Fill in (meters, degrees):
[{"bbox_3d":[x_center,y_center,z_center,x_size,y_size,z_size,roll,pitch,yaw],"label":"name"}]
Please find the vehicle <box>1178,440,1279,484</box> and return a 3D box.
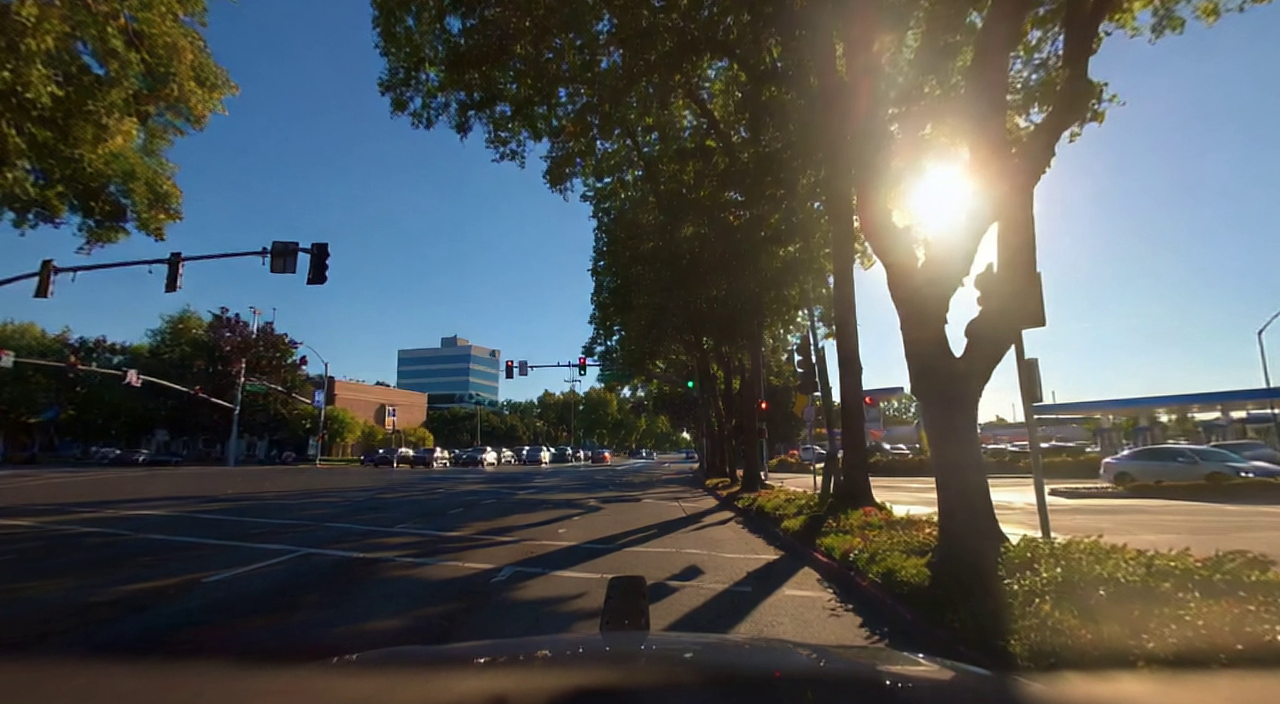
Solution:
[{"bbox_3d":[22.101,3.779,21.828,4.716,1.455,2.060,-3,-9,17],"label":"vehicle"}]
